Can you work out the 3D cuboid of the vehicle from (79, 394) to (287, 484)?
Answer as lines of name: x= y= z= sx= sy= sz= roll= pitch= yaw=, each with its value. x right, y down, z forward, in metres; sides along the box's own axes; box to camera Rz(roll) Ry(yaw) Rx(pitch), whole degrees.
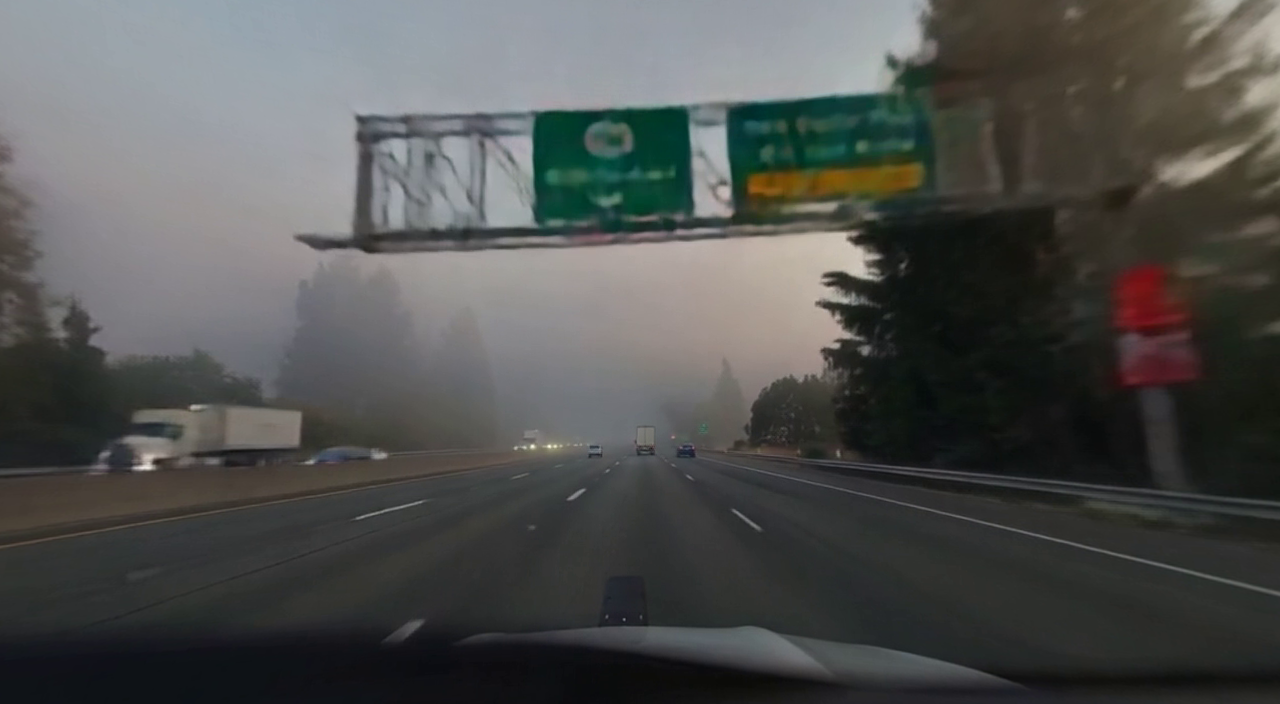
vehicle: x=-23.710 y=4.693 z=33.828 sx=3.474 sy=4.099 sz=10.030 roll=0 pitch=-8 yaw=0

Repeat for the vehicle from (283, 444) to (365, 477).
vehicle: x=-15.469 y=5.310 z=31.104 sx=1.895 sy=1.503 sz=4.138 roll=0 pitch=-8 yaw=0
